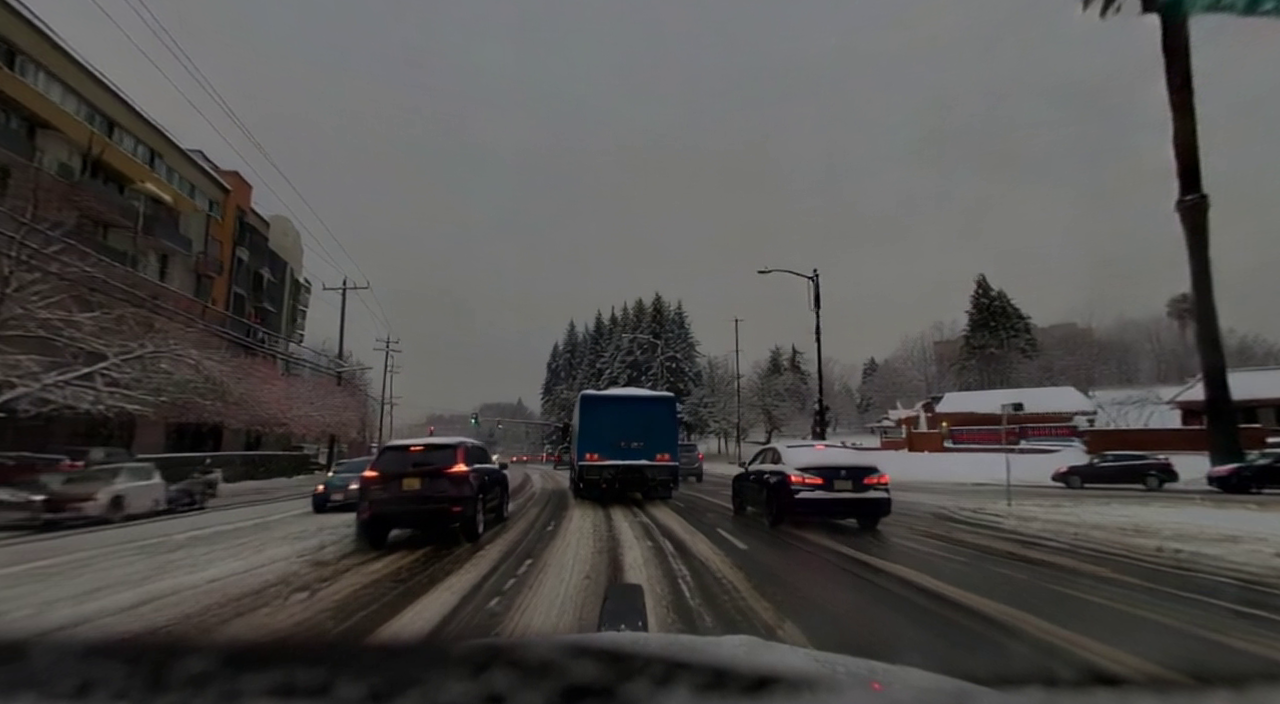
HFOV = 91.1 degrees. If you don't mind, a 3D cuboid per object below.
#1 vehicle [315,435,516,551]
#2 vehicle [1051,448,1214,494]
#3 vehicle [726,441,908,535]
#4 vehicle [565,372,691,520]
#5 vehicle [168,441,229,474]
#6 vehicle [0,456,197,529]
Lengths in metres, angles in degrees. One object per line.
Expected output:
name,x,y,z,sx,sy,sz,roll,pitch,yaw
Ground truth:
vehicle,-3.503,2.247,10.827,2.033,1.555,4.408,0,-8,-3
vehicle,19.275,4.615,24.861,1.942,1.583,4.579,3,-9,-23
vehicle,3.241,2.569,12.699,1.978,1.507,4.636,0,-8,-5
vehicle,-0.564,2.317,15.708,2.517,2.926,6.177,1,-8,-6
vehicle,-27.244,6.480,38.888,1.981,1.887,4.441,3,-9,-21
vehicle,-13.959,3.481,16.117,1.931,1.484,4.519,0,-8,-1
